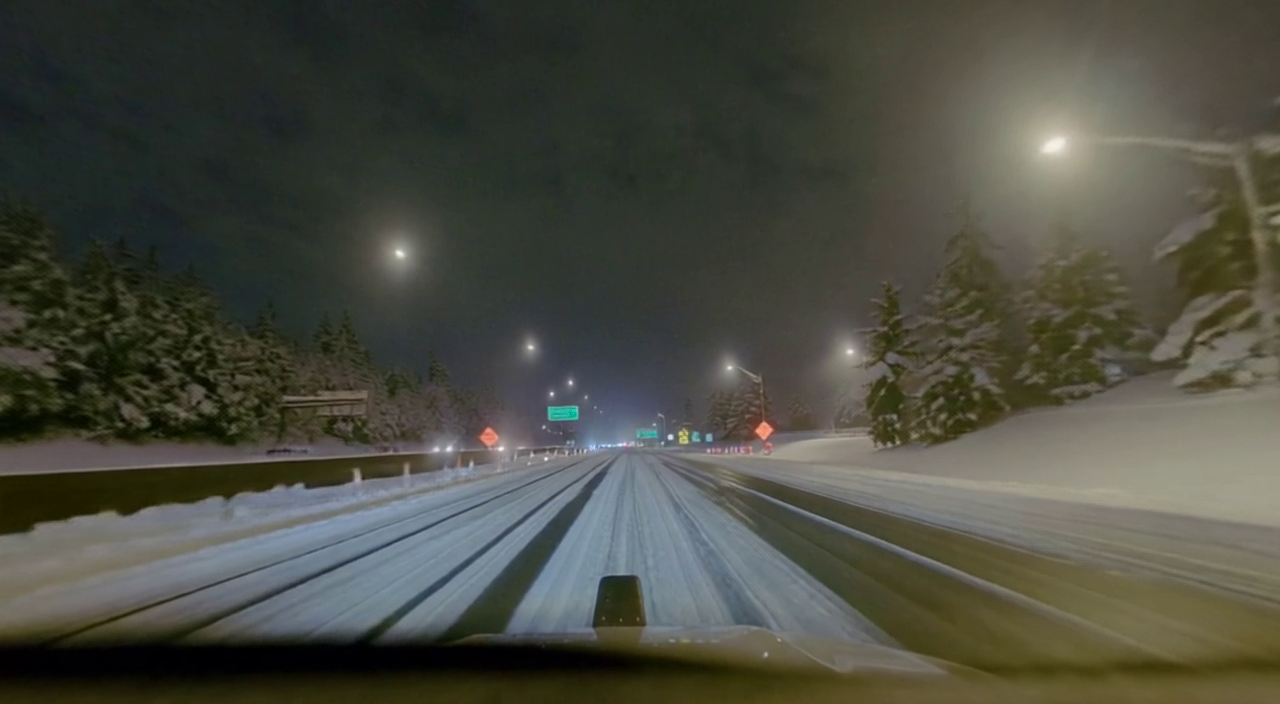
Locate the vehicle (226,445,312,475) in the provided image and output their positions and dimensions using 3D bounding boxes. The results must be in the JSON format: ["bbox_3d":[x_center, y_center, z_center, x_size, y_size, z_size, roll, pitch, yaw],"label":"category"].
[{"bbox_3d":[-20.428,5.932,34.945,1.998,1.543,4.777,1,-9,-3],"label":"vehicle"}]
